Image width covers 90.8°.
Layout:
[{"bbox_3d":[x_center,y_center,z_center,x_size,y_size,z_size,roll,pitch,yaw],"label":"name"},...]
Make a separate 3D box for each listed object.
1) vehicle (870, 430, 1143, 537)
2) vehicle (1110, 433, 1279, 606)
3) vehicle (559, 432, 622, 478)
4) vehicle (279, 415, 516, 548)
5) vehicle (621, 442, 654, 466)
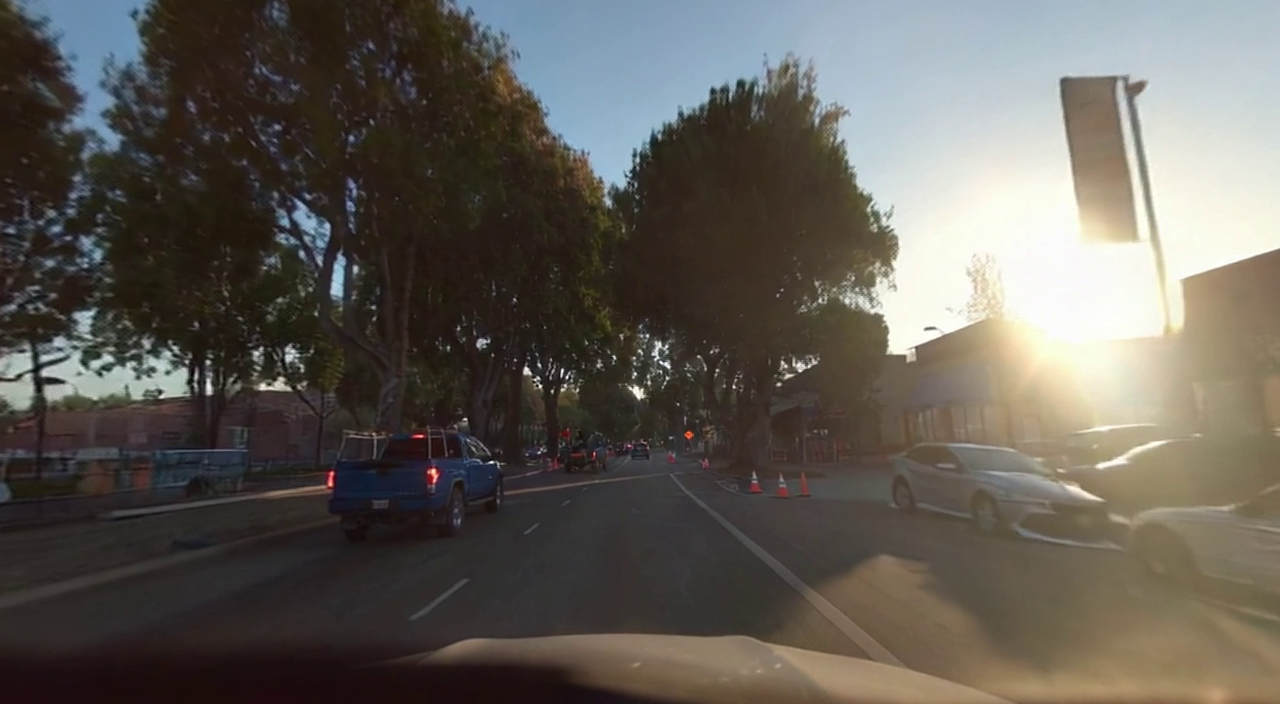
[{"bbox_3d":[6.652,2.419,12.367,2.126,1.642,4.888,0,-9,-4],"label":"vehicle"},{"bbox_3d":[6.695,1.386,4.963,2.012,1.523,5.204,0,-9,0],"label":"vehicle"},{"bbox_3d":[-2.322,5.094,31.546,2.424,2.063,5.678,-1,-9,3],"label":"vehicle"},{"bbox_3d":[-3.719,2.085,10.823,2.327,1.775,4.430,0,-9,-1],"label":"vehicle"},{"bbox_3d":[-0.227,7.866,48.871,2.413,1.748,4.406,0,-8,-1],"label":"vehicle"}]
